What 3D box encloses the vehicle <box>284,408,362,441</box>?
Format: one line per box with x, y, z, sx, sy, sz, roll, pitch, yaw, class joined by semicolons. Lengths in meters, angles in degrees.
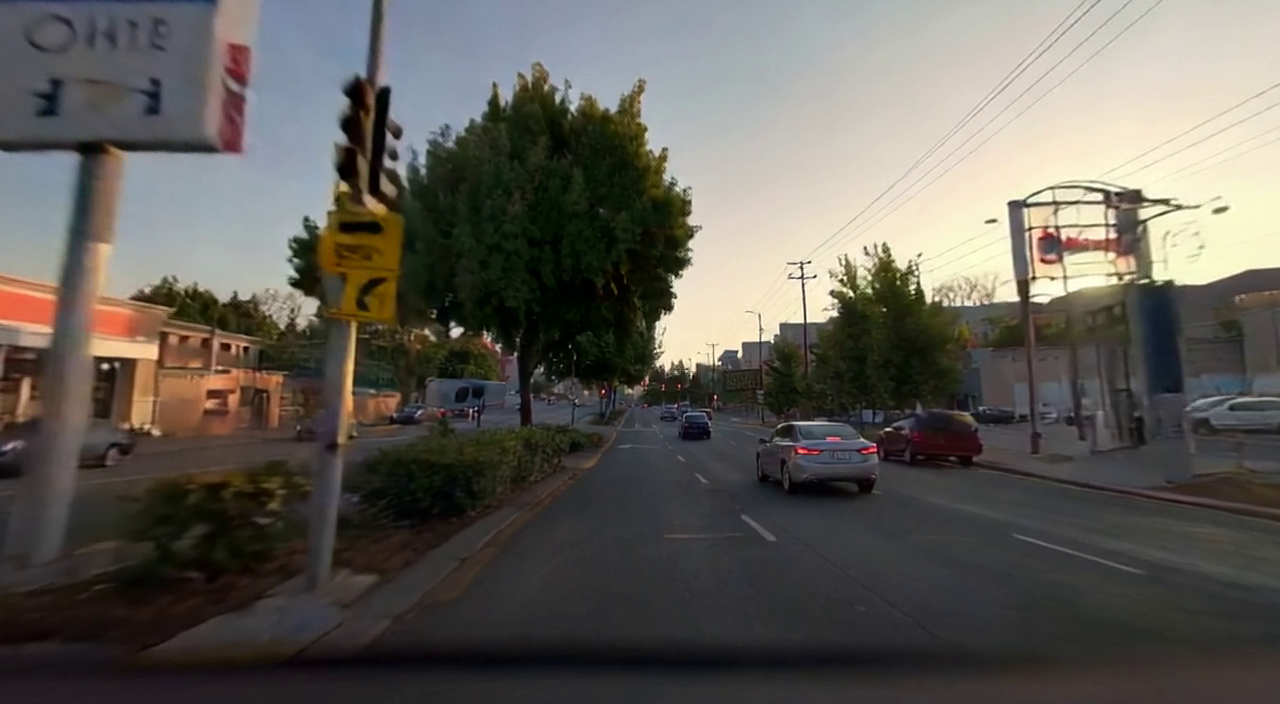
-17.890;4.188;35.756;2.082;1.703;4.402;0;-8;0;vehicle

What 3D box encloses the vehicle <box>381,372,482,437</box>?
-13.741;3.828;42.769;3.043;3.645;10.929;0;-9;0;vehicle

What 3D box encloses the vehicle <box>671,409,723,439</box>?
2.923;3.871;33.497;2.282;1.458;4.362;0;-9;-1;vehicle

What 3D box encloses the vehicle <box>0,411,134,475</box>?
-17.820;2.702;18.551;2.079;1.672;4.333;0;-9;2;vehicle

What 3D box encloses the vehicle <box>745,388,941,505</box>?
3.273;1.669;11.211;1.999;1.679;4.217;0;-8;-1;vehicle
